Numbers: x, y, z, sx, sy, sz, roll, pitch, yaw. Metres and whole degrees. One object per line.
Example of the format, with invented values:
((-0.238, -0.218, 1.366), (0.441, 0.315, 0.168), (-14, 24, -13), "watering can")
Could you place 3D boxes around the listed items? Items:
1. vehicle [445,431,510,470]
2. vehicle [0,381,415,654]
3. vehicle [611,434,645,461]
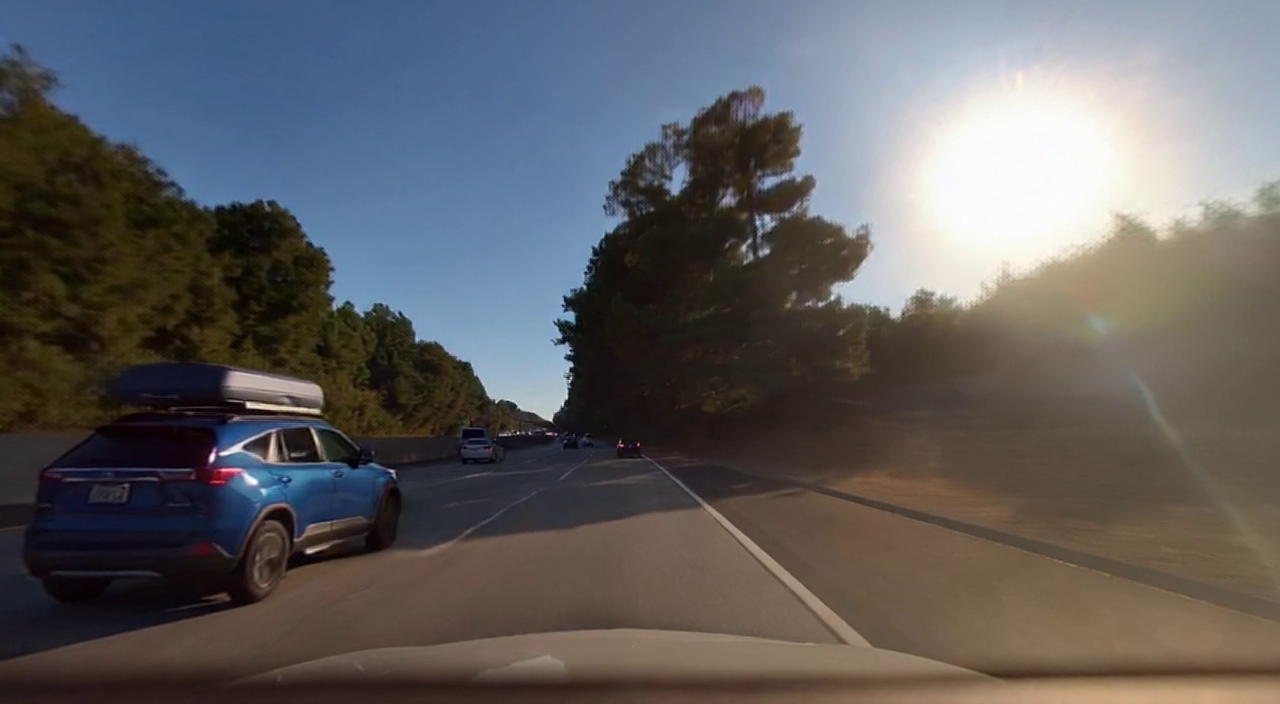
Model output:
((-7.758, 4.732, 30.588), (1.964, 1.745, 4.338), (0, -8, 1), "vehicle")
((-4.172, 1.369, 6.441), (2.069, 1.748, 4.652), (0, -8, -1), "vehicle")
((-0.775, 6.357, 42.111), (2.178, 1.658, 3.916), (0, -8, -1), "vehicle")
